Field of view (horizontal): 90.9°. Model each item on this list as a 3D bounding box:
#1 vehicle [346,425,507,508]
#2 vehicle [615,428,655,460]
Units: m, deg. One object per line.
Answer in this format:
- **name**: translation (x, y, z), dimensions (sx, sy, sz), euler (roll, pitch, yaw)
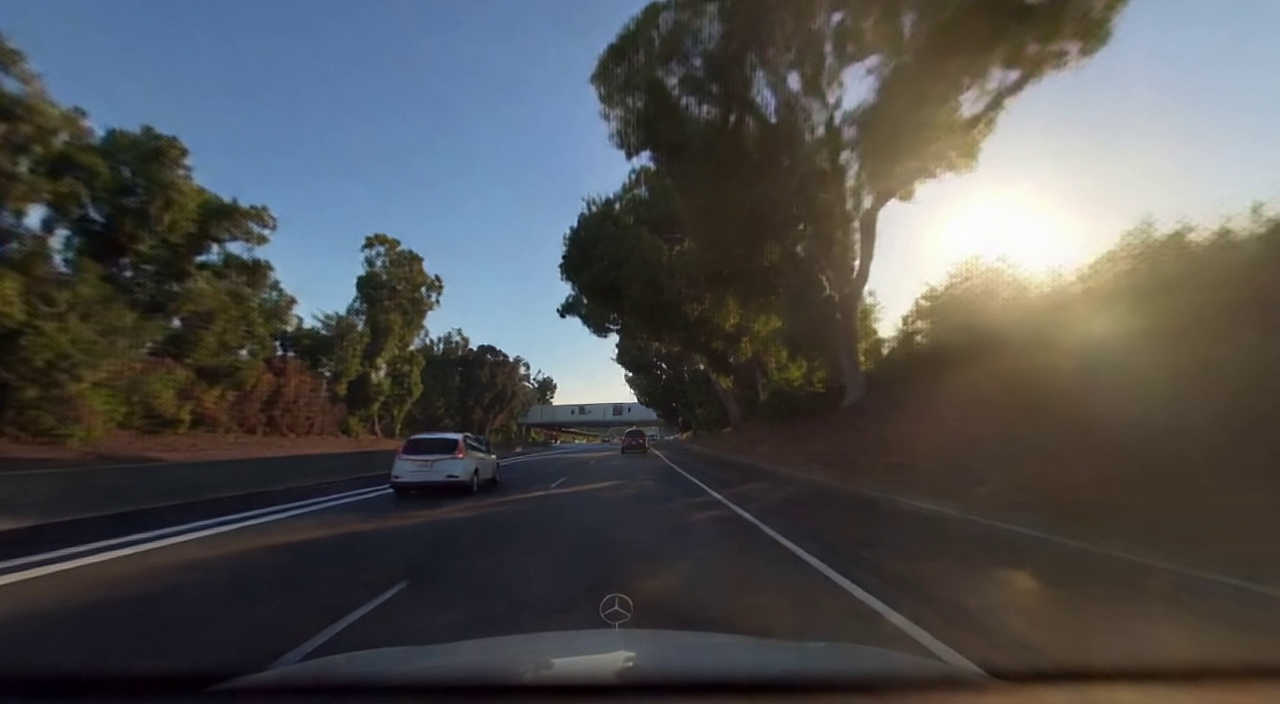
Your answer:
- **vehicle**: translation (-4.314, 2.359, 13.513), dimensions (2.030, 1.491, 4.046), euler (0, -8, 0)
- **vehicle**: translation (-0.279, 5.164, 35.444), dimensions (2.134, 1.654, 4.174), euler (0, -8, -1)
